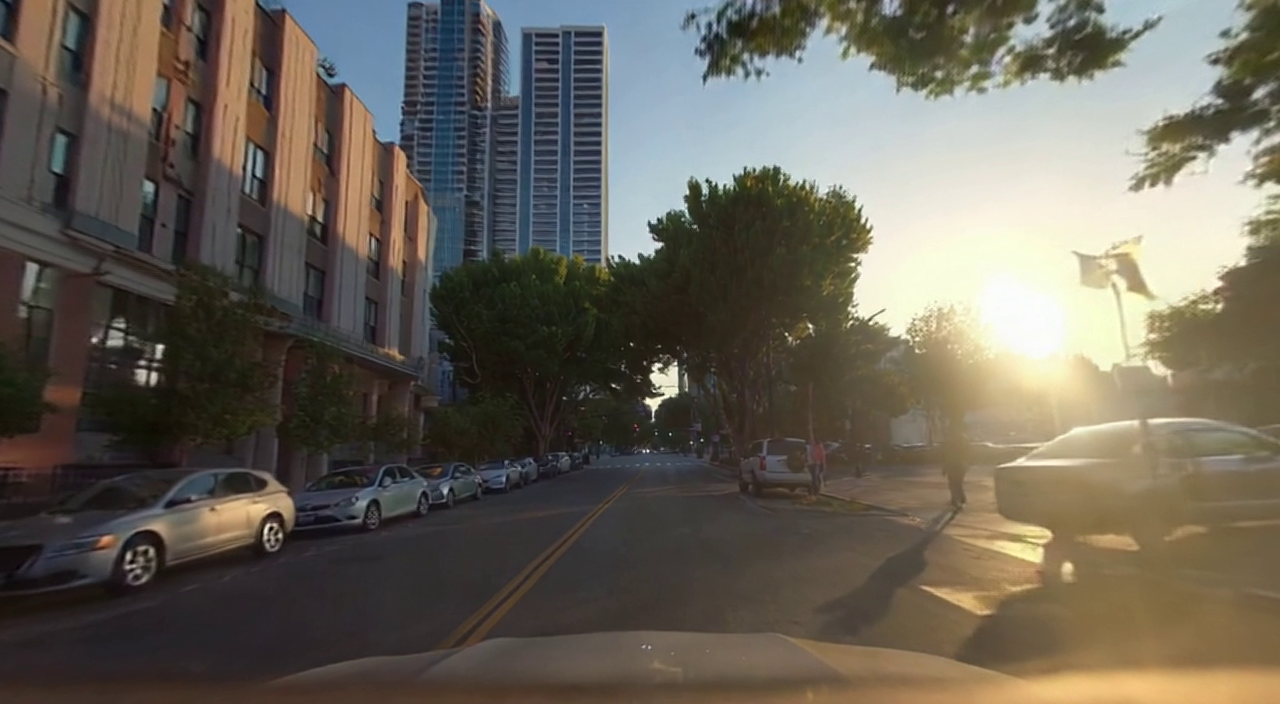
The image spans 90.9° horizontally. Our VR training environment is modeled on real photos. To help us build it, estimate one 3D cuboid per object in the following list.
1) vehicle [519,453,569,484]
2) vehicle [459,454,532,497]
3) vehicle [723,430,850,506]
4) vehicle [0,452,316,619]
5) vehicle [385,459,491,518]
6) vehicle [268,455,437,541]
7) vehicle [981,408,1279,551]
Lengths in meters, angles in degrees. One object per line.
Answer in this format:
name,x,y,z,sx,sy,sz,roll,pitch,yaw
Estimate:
vehicle,-5.605,6.857,37.325,2.270,1.539,4.855,-2,-8,-1
vehicle,-6.065,5.215,26.989,2.110,1.498,4.555,-2,-8,-1
vehicle,4.435,3.640,20.460,2.568,2.001,5.999,-2,-8,-1
vehicle,-6.795,2.270,8.826,2.123,1.596,4.659,-2,-8,-1
vehicle,-6.354,4.326,20.516,1.889,1.451,5.013,-2,-8,-1
vehicle,-6.595,3.351,15.193,1.944,1.574,4.717,-2,-8,-1
vehicle,8.394,1.886,9.755,4.772,1.876,2.400,-1,-8,1
